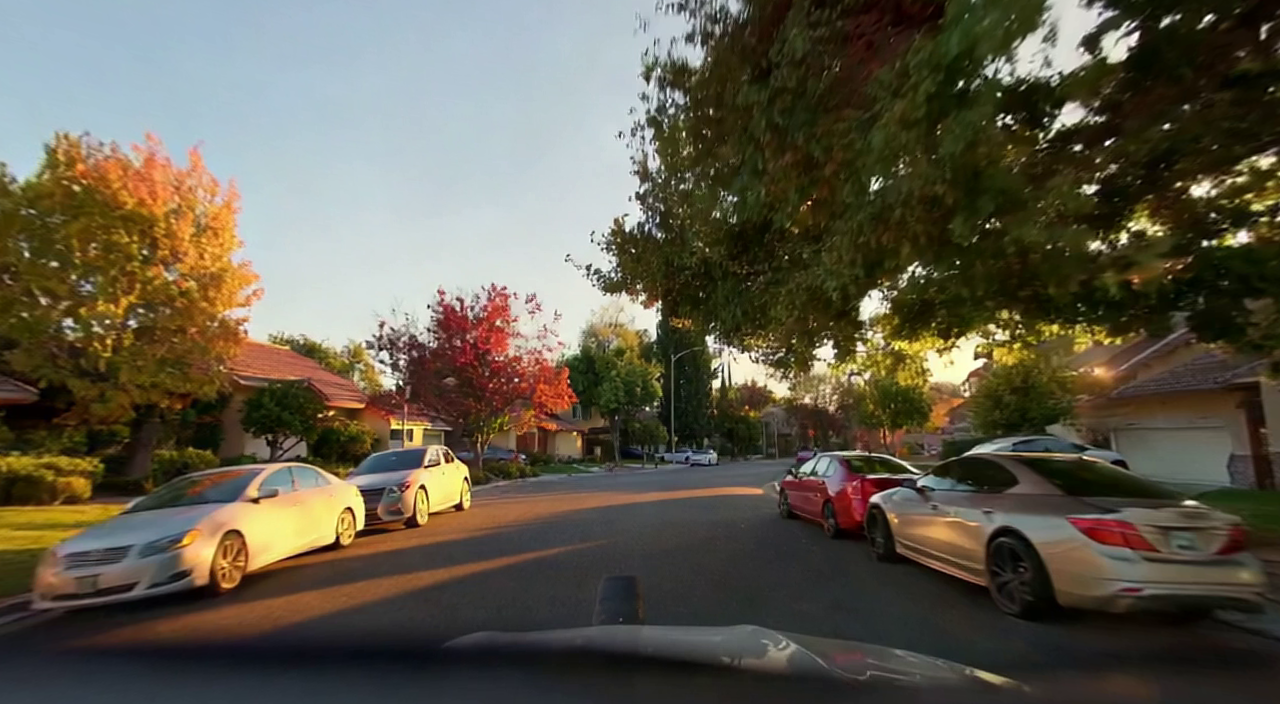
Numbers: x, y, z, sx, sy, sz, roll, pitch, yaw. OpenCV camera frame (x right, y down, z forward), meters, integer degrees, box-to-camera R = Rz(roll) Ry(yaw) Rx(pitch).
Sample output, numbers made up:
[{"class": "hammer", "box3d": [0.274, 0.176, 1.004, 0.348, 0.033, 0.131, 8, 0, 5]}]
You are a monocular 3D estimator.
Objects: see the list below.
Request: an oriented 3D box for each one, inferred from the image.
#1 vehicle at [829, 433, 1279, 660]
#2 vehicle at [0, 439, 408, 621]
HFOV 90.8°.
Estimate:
[{"class": "vehicle", "box3d": [3.753, 1.667, 6.645, 1.946, 1.484, 4.654, 0, -9, -2]}, {"class": "vehicle", "box3d": [-4.755, 1.907, 7.969, 1.925, 1.468, 5.089, -2, -9, -2]}]
